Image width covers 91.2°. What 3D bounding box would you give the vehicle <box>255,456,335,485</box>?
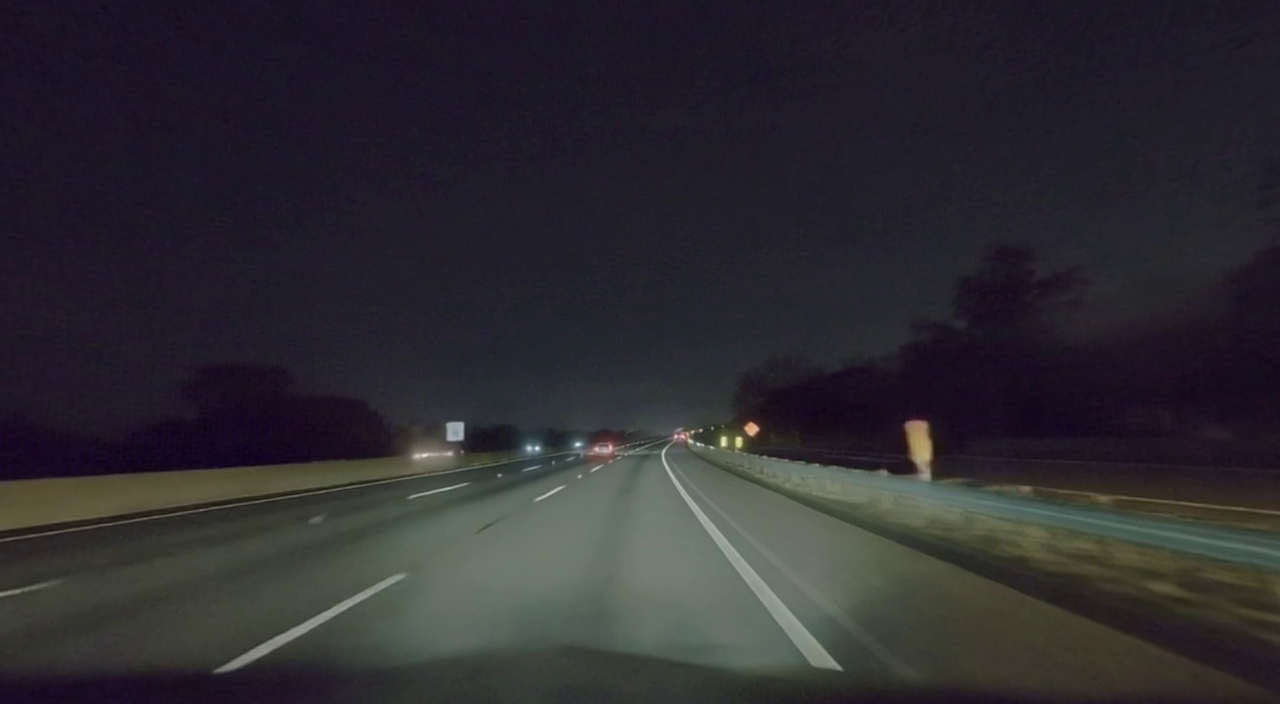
[{"bbox_3d":[-19.950,6.844,36.494,1.961,1.536,4.595,-1,-9,1],"label":"vehicle"}]
